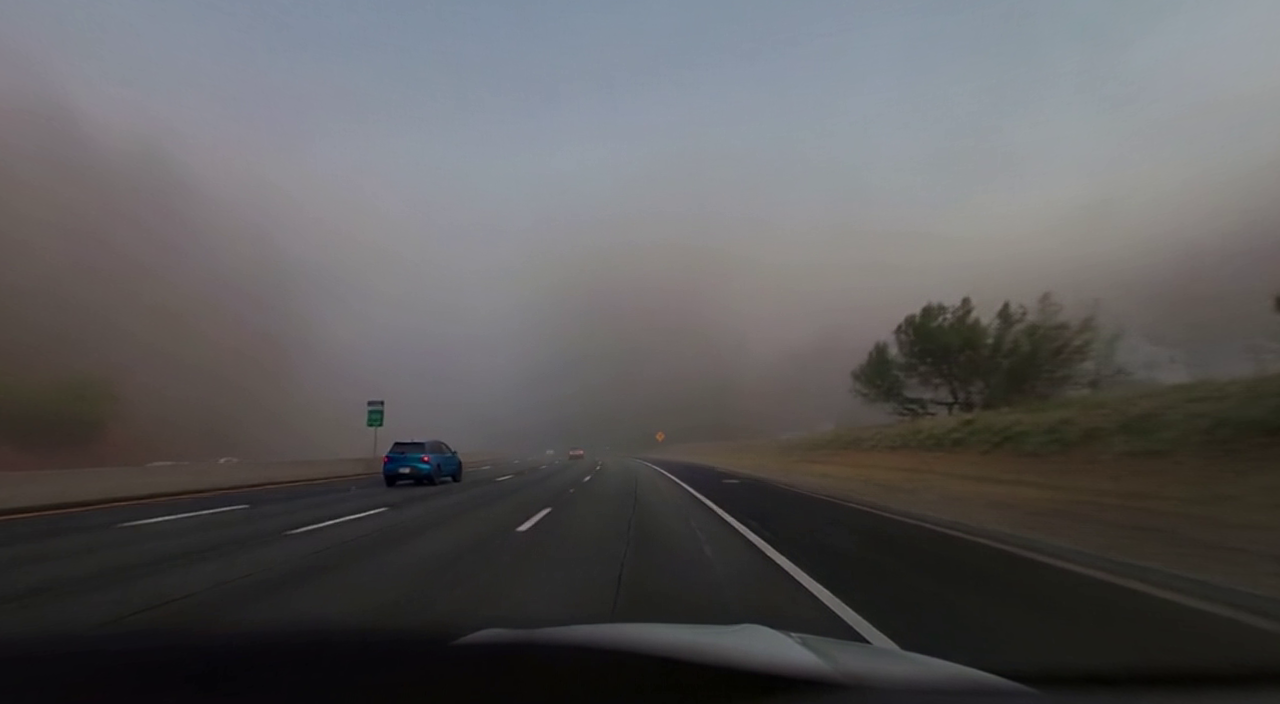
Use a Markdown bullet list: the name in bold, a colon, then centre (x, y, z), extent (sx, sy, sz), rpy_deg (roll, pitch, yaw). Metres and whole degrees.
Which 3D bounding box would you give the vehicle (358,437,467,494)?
- **vehicle**: centre (-7.527, 3.779, 21.423), extent (2.046, 1.712, 4.533), rpy_deg (0, -8, -1)
